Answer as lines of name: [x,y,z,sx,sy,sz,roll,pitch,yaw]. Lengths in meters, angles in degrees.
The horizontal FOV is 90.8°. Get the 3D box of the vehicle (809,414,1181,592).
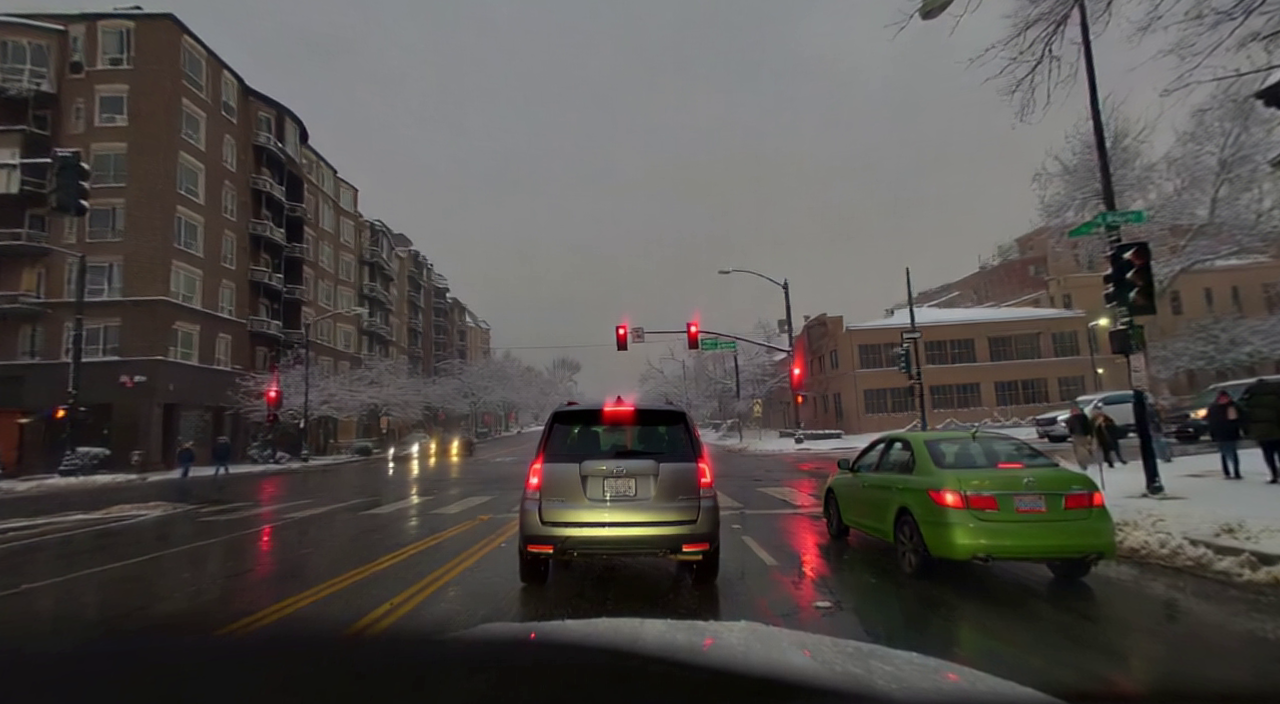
vehicle: [3.696,1.649,7.808,1.987,1.538,4.510,0,-8,1]

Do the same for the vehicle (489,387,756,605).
vehicle: [-0.138,1.481,7.303,2.168,1.776,4.135,0,-8,0]

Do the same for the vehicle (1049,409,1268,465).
vehicle: [14.268,2.377,17.605,4.354,1.466,1.863,-1,-8,2]

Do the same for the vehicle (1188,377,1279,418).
vehicle: [26.579,1.974,27.168,4.287,1.639,1.729,0,-8,1]
